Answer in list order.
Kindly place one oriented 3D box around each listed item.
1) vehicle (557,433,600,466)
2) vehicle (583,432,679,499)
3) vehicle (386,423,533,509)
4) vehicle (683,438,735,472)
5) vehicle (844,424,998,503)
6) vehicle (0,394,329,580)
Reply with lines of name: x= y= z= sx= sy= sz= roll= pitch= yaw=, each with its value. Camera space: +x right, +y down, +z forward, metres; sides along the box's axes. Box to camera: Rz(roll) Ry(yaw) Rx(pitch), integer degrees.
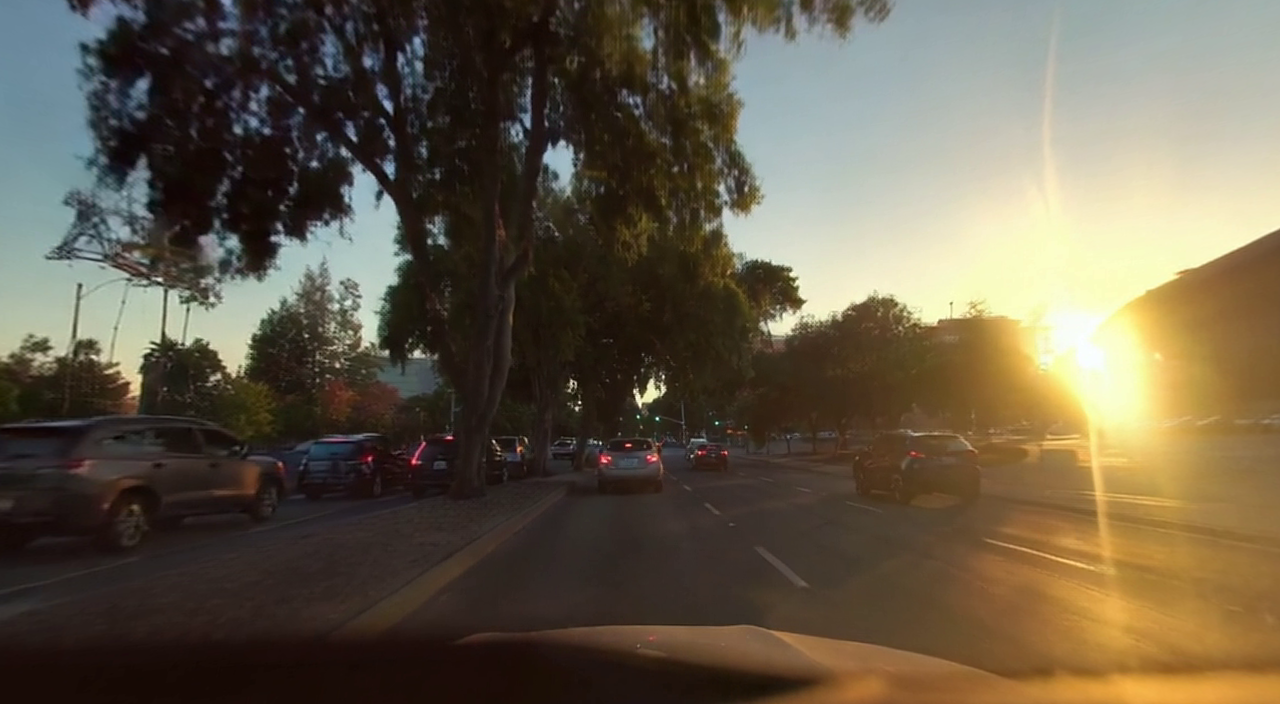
vehicle: x=-3.594 y=5.786 z=37.717 sx=2.154 sy=1.801 sz=5.015 roll=0 pitch=-9 yaw=-1
vehicle: x=-0.224 y=2.879 z=16.392 sx=2.161 sy=1.501 sz=4.184 roll=0 pitch=-9 yaw=-1
vehicle: x=-3.824 y=2.517 z=14.315 sx=2.009 sy=1.619 sz=4.376 roll=0 pitch=-9 yaw=1
vehicle: x=3.222 y=4.896 z=30.281 sx=1.905 sy=1.473 sz=4.183 roll=0 pitch=-9 yaw=-2
vehicle: x=6.724 y=2.716 z=15.723 sx=1.889 sy=1.681 sz=4.120 roll=0 pitch=-9 yaw=0
vehicle: x=-6.738 y=1.691 z=8.834 sx=1.864 sy=1.737 sz=5.689 roll=0 pitch=-9 yaw=0
